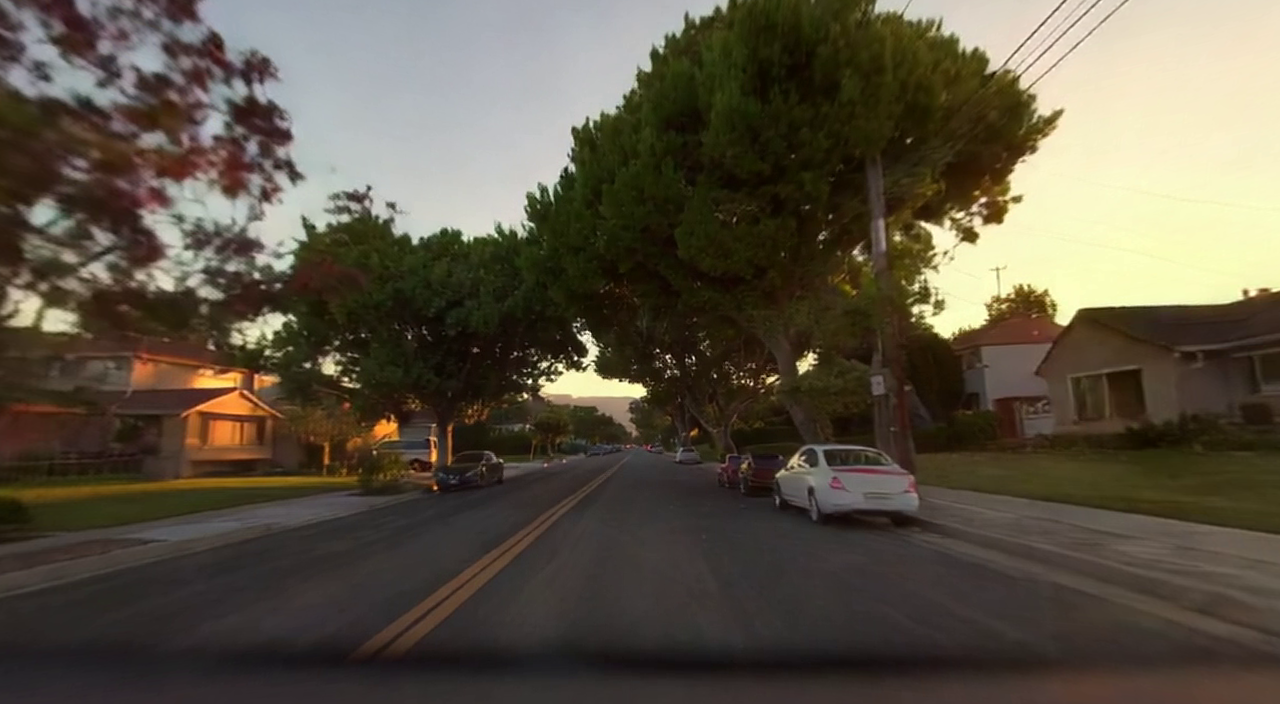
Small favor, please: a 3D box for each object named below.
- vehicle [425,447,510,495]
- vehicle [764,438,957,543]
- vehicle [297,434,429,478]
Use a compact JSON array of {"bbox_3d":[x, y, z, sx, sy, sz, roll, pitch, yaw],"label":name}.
[{"bbox_3d":[-6.439,4.453,24.063,1.985,1.497,4.655,-2,-8,-1],"label":"vehicle"},{"bbox_3d":[3.789,2.428,11.814,1.917,1.569,4.460,0,-8,-1],"label":"vehicle"},{"bbox_3d":[-14.238,5.363,32.613,5.681,2.094,2.344,0,-8,0],"label":"vehicle"}]
